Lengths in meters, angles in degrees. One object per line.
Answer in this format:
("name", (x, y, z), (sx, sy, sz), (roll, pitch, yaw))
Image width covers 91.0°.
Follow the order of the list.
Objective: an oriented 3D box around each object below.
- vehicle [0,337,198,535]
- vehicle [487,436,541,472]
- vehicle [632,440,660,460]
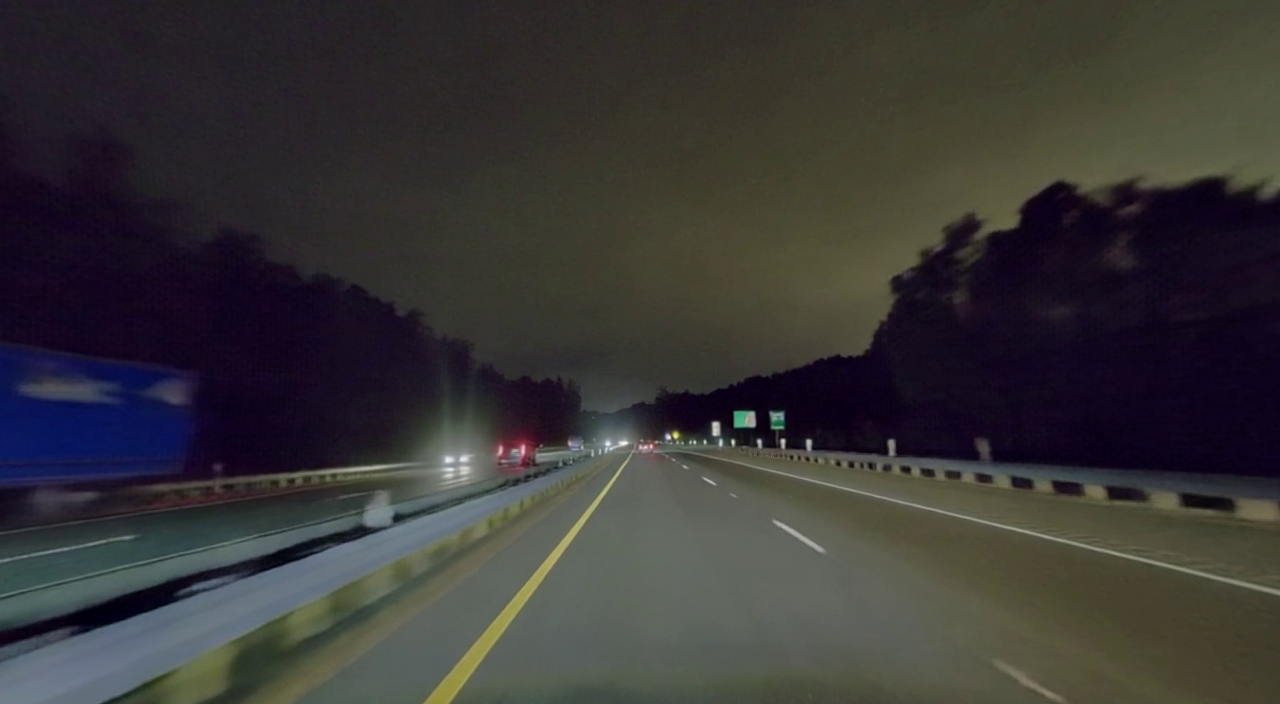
("vehicle", (-14.823, 1.641, 12.358), (2.905, 4.091, 12.827), (0, -8, 0))
("vehicle", (-6.993, 5.691, 35.422), (2.068, 1.897, 4.372), (0, -8, 1))
("vehicle", (0.446, 7.745, 49.841), (2.061, 1.469, 3.782), (0, -8, 0))
